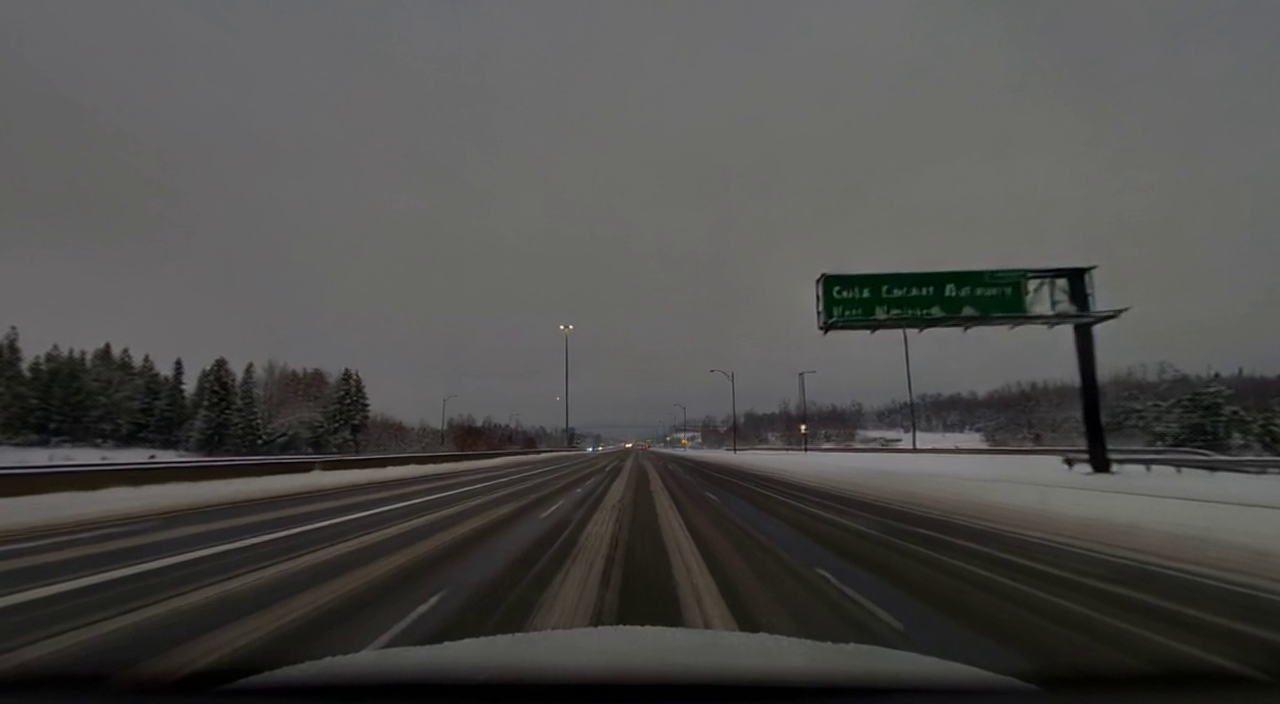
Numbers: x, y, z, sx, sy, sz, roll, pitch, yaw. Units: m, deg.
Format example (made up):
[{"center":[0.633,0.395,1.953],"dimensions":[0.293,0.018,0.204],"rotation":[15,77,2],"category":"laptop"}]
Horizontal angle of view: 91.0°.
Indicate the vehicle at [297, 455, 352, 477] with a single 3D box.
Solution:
[{"center":[-24.326,8.768,48.662],"dimensions":[1.864,1.501,4.468],"rotation":[0,-9,1],"category":"vehicle"}]
